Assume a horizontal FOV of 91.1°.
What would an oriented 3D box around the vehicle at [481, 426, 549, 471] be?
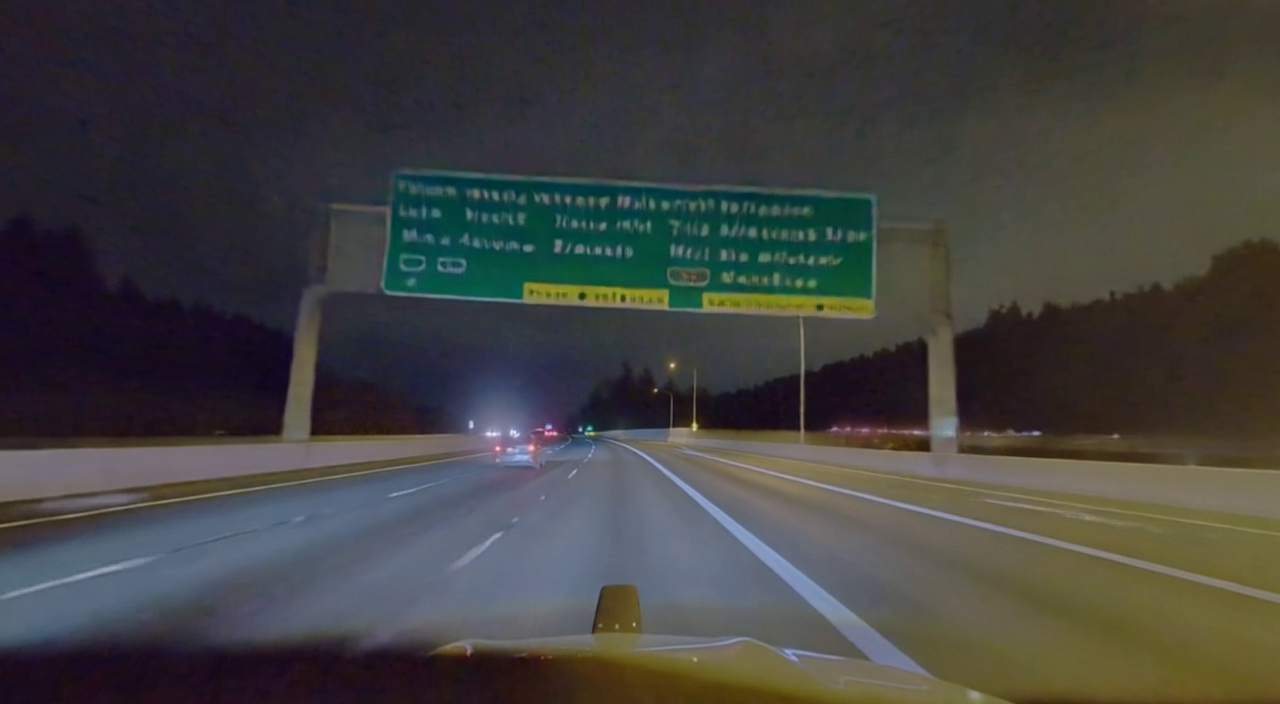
[{"bbox_3d":[-4.653,3.650,24.010,1.878,1.548,3.966,0,-8,-2],"label":"vehicle"}]
